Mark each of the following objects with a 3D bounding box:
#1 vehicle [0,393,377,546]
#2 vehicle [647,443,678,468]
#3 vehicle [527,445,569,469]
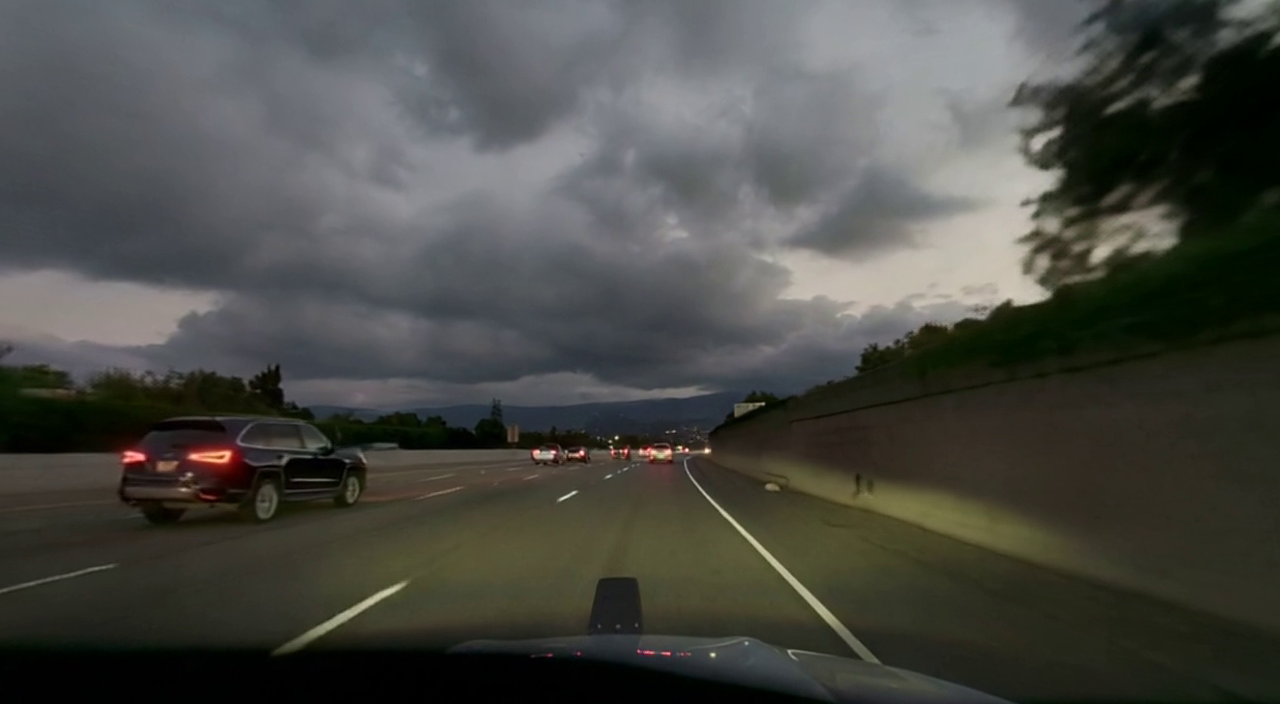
[{"bbox_3d":[-7.079,1.935,10.987,2.438,1.967,5.596,0,-9,1],"label":"vehicle"},{"bbox_3d":[1.683,7.442,45.574,2.141,1.706,4.065,-1,-9,3],"label":"vehicle"},{"bbox_3d":[-6.169,7.087,42.808,1.986,1.534,4.255,-1,-9,4],"label":"vehicle"}]
